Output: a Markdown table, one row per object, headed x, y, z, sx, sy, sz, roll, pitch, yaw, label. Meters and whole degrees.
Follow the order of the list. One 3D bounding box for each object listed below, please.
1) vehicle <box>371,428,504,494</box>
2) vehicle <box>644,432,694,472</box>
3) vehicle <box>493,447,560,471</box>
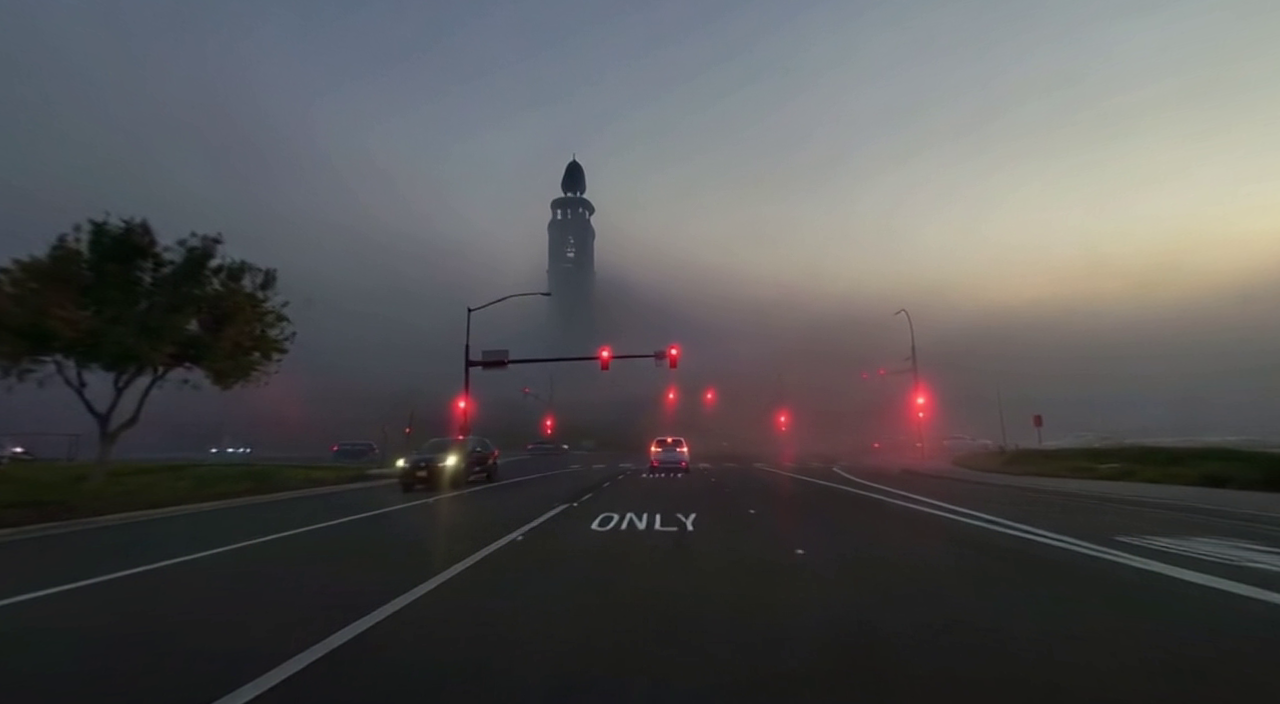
| x | y | z | sx | sy | sz | roll | pitch | yaw | label |
| --- | --- | --- | --- | --- | --- | --- | --- | --- | --- |
| -6.694 | 3.711 | 21.746 | 2.366 | 1.941 | 5.823 | -1 | -9 | 3 | vehicle |
| 1.662 | 5.697 | 35.907 | 2.590 | 2.080 | 5.284 | 0 | -9 | 3 | vehicle |
| -7.589 | 7.053 | 41.688 | 4.668 | 1.469 | 1.984 | -8 | -12 | 44 | vehicle |
